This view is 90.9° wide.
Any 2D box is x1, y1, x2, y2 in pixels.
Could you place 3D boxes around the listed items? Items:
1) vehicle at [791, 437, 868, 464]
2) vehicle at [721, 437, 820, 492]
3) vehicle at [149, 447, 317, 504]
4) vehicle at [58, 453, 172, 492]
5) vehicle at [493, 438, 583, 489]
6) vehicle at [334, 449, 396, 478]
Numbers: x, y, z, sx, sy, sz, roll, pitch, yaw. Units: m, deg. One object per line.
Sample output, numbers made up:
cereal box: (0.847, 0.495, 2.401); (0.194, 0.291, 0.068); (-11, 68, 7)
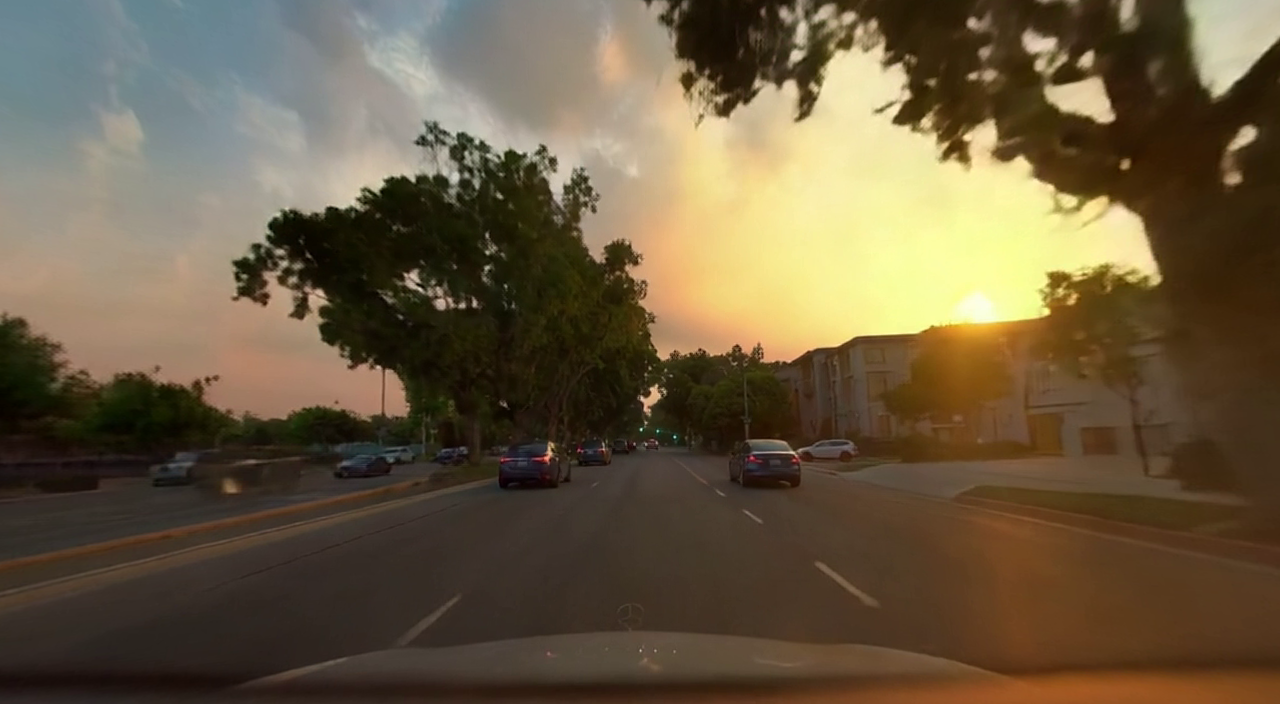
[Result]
vehicle: (12.581, 6.539, 42.097); (4.717, 1.733, 1.994); (-2, -8, 10)
vehicle: (3.834, 3.367, 19.375); (2.010, 1.486, 4.498); (0, -8, -1)
vehicle: (-12.324, 3.720, 19.579); (2.000, 1.504, 4.720); (0, -8, 1)
vehicle: (-26.894, 6.143, 32.544); (1.928, 1.764, 4.599); (0, -8, -1)
vehicle: (-3.156, 3.542, 20.465); (2.053, 1.480, 4.381); (0, -8, 2)
vehicle: (-15.837, 6.426, 36.475); (1.804, 1.502, 3.839); (0, -8, 1)
